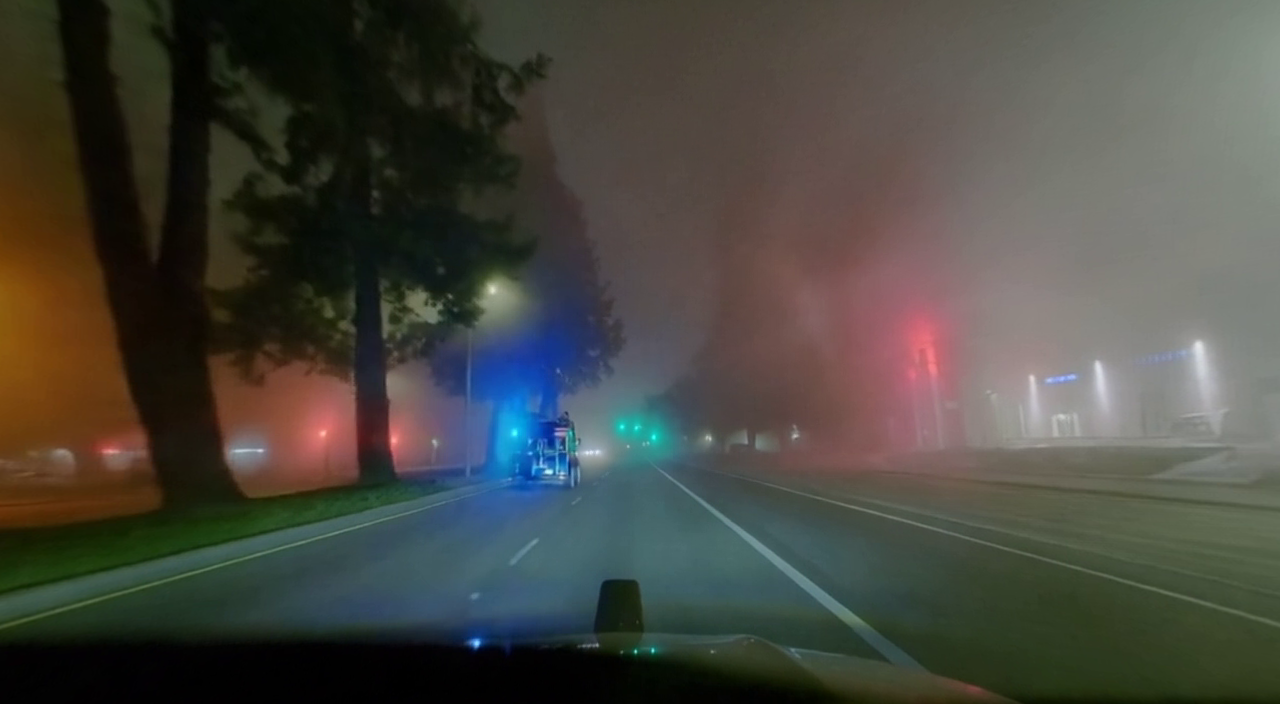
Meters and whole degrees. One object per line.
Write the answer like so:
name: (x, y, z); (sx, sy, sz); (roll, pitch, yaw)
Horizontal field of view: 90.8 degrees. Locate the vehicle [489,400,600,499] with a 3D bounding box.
vehicle: (-2.910, 3.218, 21.003); (2.633, 2.787, 5.796); (-1, -9, 1)
